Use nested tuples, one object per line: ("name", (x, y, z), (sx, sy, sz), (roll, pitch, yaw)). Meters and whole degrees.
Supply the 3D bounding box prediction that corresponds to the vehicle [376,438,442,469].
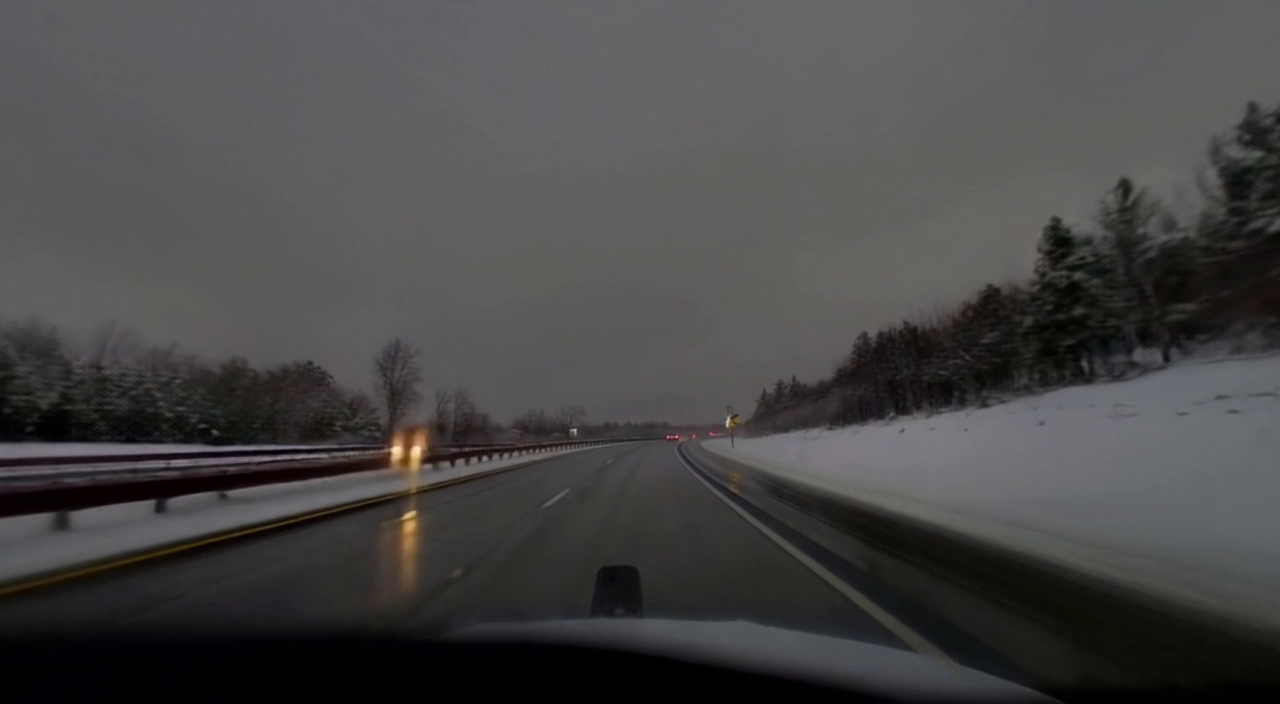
("vehicle", (-12.197, 5.372, 33.514), (1.814, 1.536, 4.239), (0, -8, 2))
